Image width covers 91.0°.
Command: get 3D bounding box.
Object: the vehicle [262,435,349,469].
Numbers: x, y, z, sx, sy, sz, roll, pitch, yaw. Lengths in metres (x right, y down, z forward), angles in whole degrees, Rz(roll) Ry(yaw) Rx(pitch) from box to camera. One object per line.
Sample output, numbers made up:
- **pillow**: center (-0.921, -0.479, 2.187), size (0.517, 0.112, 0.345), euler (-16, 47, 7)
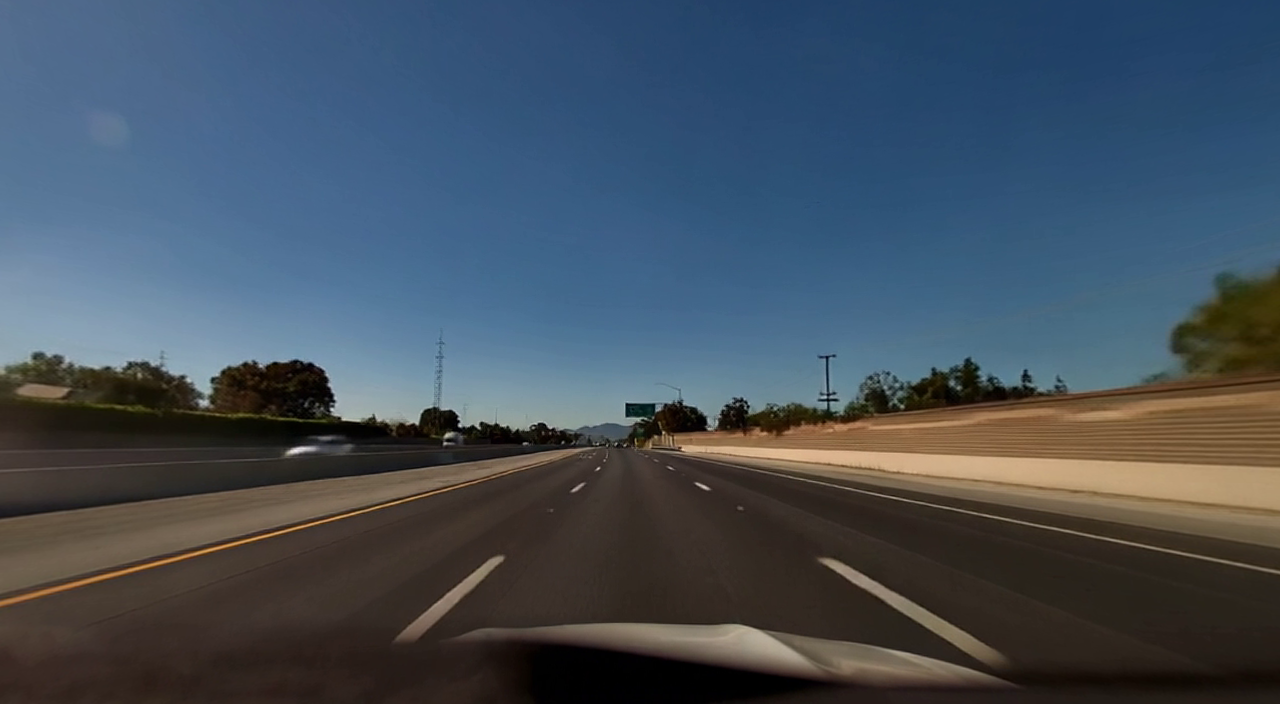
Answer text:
- **vehicle**: center (-16.150, 4.819, 30.637), size (1.907, 1.527, 4.232), euler (0, -8, 0)
